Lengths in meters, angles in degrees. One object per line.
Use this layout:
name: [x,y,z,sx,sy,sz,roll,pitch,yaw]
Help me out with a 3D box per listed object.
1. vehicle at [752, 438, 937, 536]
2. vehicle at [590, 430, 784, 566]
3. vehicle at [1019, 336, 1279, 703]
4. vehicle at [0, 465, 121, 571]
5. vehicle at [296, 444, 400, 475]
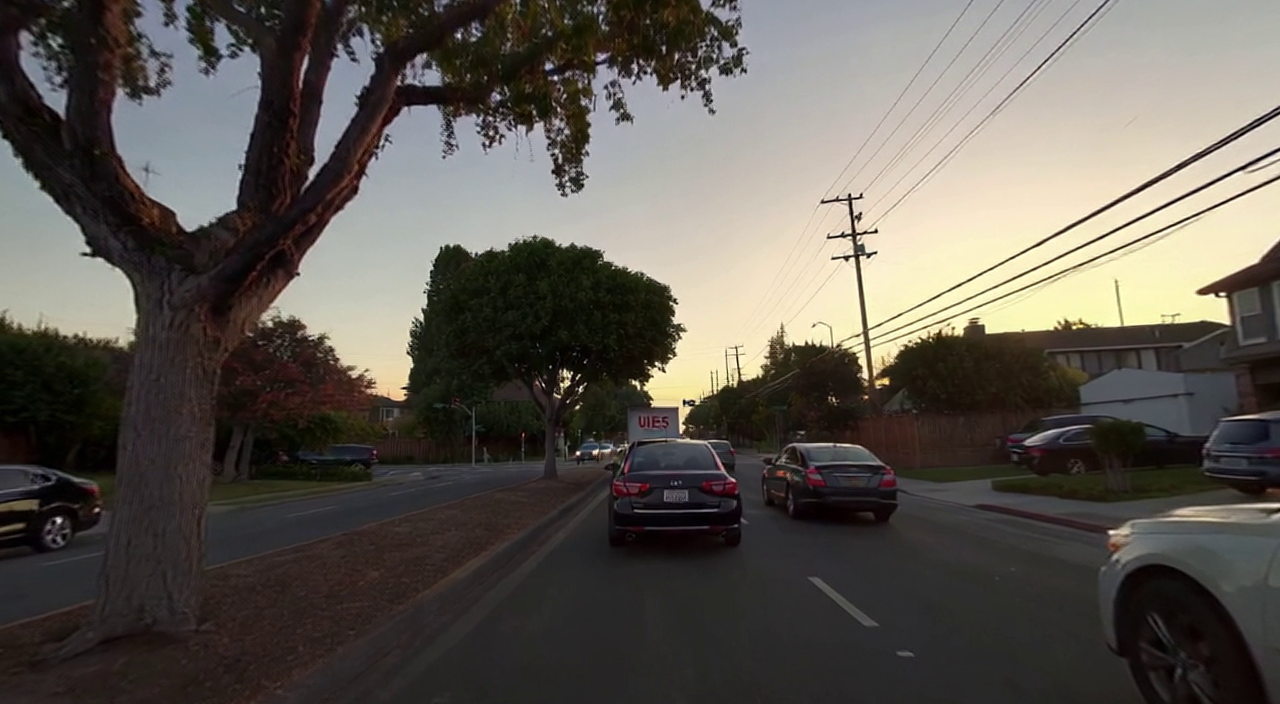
vehicle: [3.546,2.411,11.928,1.993,1.479,4.487,0,-8,0]
vehicle: [0.524,1.965,9.273,2.158,1.499,4.377,0,-8,0]
vehicle: [3.315,0.675,1.336,2.069,1.722,4.888,0,-8,2]
vehicle: [-10.344,2.415,8.858,1.925,1.482,4.753,0,-8,1]
vehicle: [-17.469,6.435,37.676,5.274,1.793,1.921,0,-8,2]
